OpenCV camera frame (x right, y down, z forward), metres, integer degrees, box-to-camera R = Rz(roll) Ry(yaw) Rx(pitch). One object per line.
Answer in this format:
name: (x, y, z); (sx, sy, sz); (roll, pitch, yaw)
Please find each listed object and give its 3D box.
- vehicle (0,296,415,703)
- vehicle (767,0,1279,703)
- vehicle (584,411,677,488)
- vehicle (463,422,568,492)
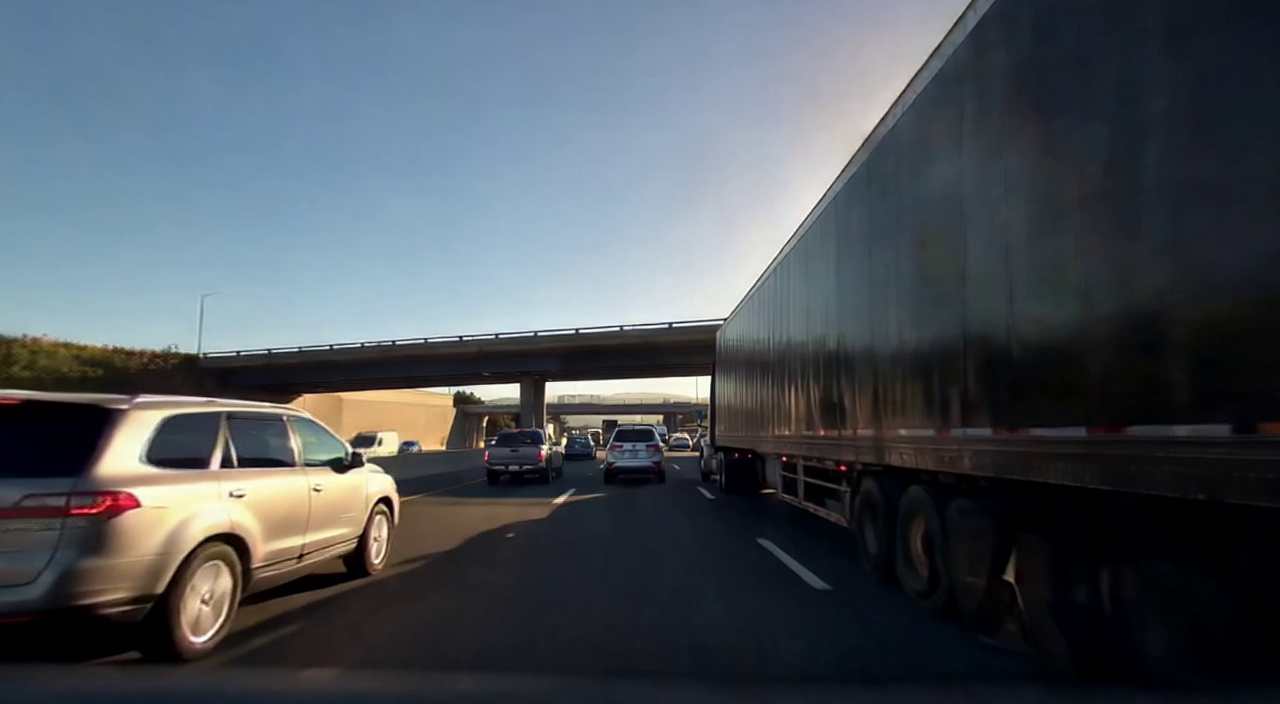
vehicle: (-3.394, 0.958, 3.893); (2.193, 1.803, 4.958); (0, -8, -1)
vehicle: (3.635, -0.331, 2.744); (2.852, 4.121, 16.210); (0, -8, 0)
vehicle: (-0.327, 3.274, 21.340); (2.704, 2.216, 5.804); (0, -8, -1)
vehicle: (-3.523, 3.109, 18.872); (2.120, 1.812, 4.659); (0, -8, 1)
